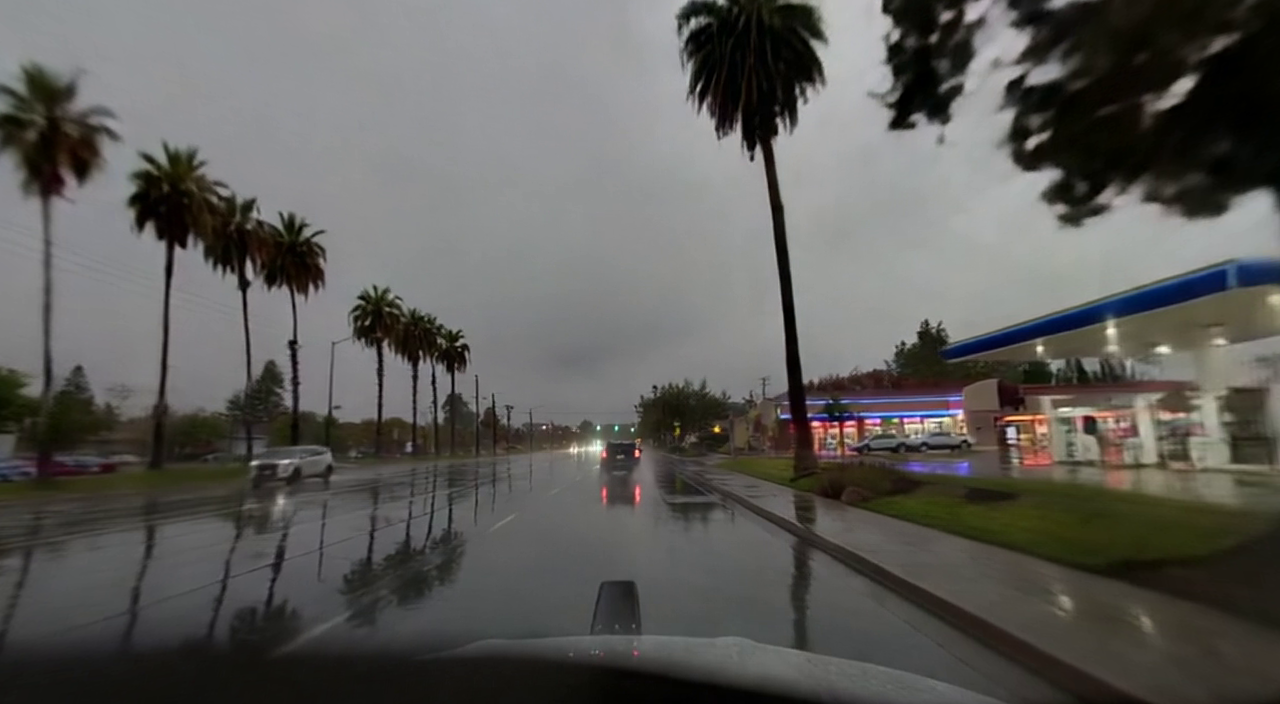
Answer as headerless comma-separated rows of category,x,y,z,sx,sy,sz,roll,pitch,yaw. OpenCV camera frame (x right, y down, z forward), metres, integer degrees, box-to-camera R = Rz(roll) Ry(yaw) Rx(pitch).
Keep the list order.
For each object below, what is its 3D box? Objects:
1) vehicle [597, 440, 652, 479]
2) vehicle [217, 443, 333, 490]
vehicle,-0.613,4.395,26.128,2.076,1.486,4.119,0,-8,-1
vehicle,-14.558,4.546,25.564,2.026,1.722,4.463,0,-8,-1
